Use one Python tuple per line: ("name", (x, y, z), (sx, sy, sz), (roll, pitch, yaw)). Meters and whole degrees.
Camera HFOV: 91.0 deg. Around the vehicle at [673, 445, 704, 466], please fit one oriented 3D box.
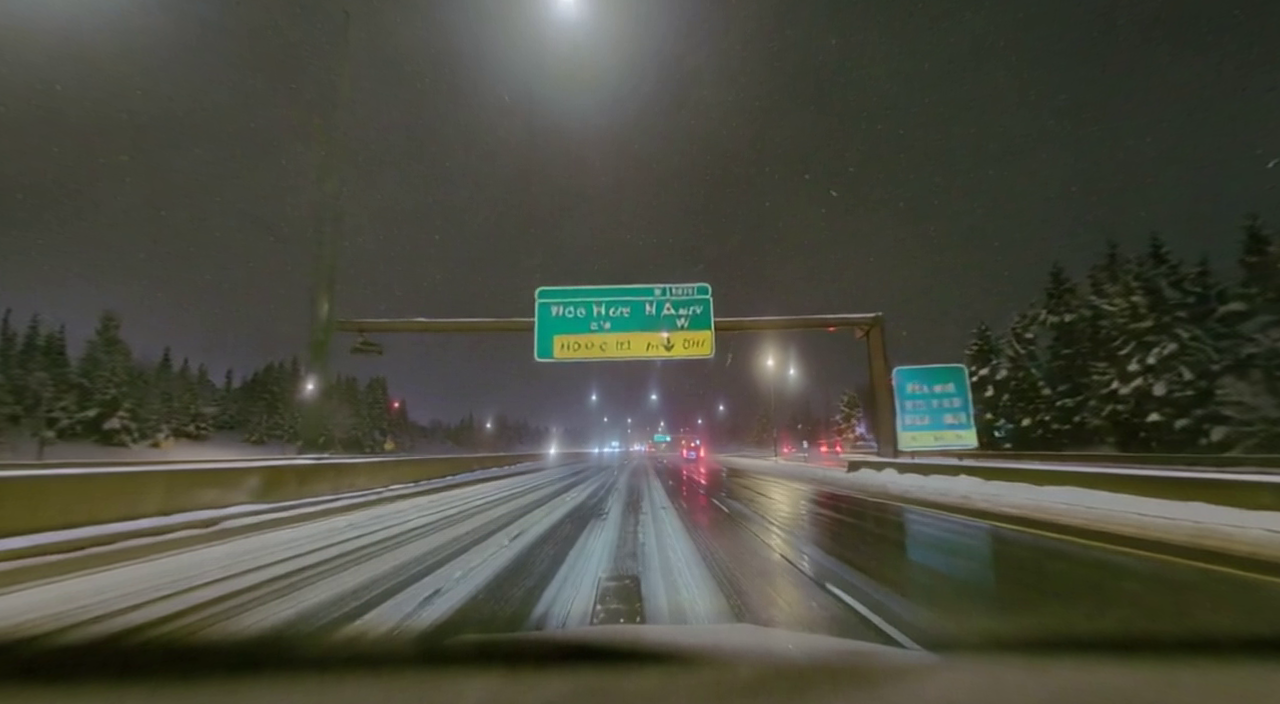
("vehicle", (3.695, 8.006, 48.903), (2.033, 1.501, 4.398), (0, -9, -1))
